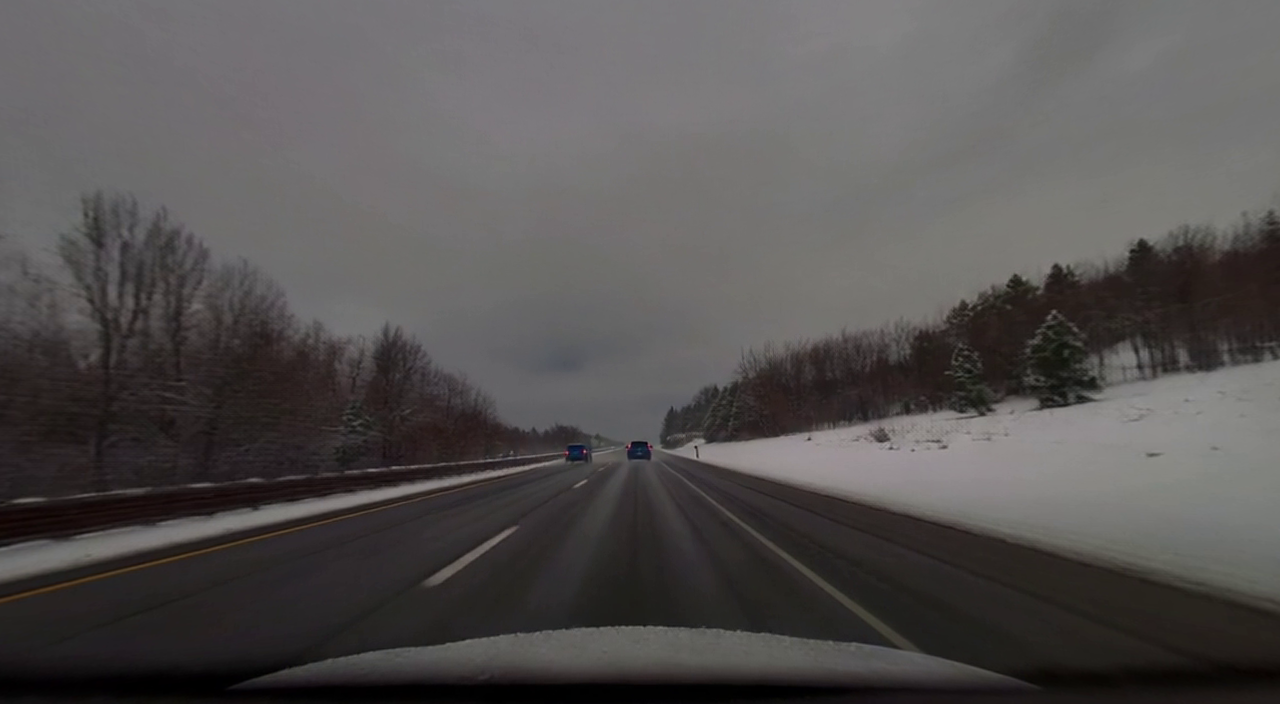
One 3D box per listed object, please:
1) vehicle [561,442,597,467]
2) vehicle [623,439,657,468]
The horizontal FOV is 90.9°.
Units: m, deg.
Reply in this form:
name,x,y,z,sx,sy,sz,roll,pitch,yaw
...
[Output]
name,x,y,z,sx,sy,sz,roll,pitch,yaw
vehicle,-4.247,7.221,44.507,2.113,1.656,4.215,0,-9,0
vehicle,-0.035,6.686,41.699,2.126,1.786,3.958,0,-9,-1
